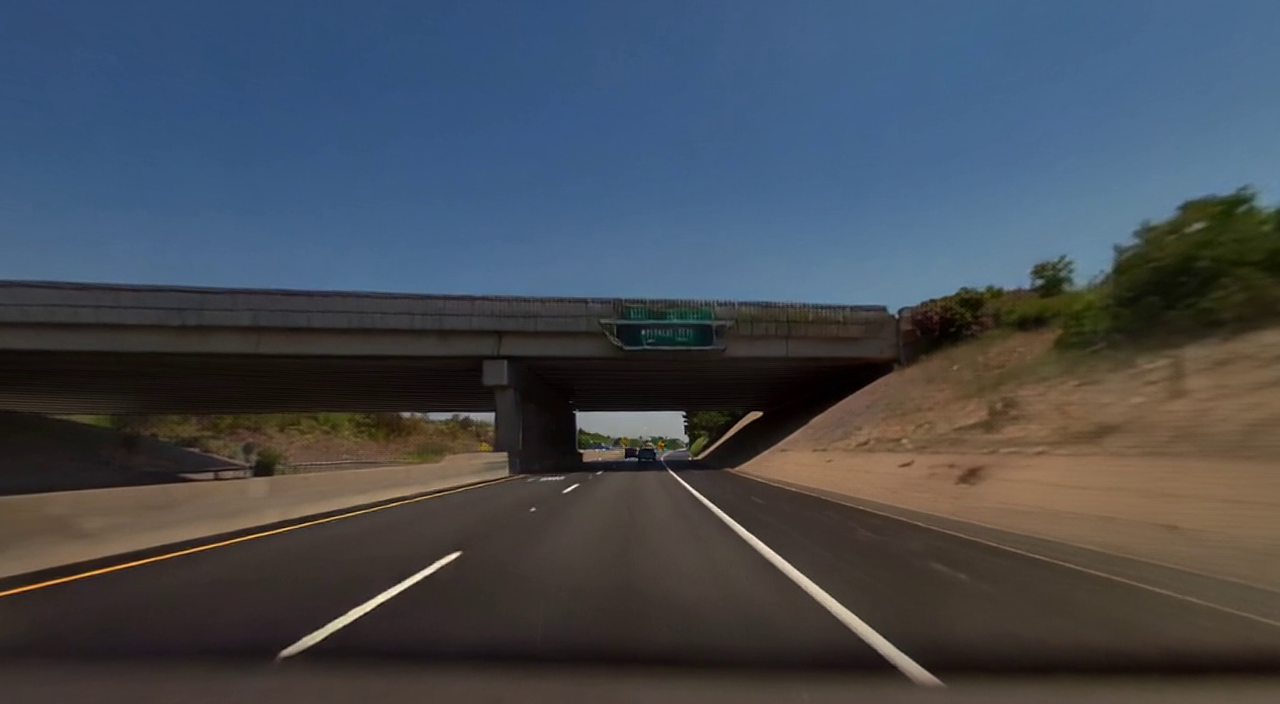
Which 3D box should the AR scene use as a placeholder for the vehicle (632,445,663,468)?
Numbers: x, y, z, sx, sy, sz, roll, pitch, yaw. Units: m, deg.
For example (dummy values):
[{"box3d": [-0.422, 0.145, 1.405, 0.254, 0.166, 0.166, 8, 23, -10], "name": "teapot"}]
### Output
[{"box3d": [0.598, 7.837, 47.526, 2.221, 1.603, 4.149, 0, -9, 1], "name": "vehicle"}]
